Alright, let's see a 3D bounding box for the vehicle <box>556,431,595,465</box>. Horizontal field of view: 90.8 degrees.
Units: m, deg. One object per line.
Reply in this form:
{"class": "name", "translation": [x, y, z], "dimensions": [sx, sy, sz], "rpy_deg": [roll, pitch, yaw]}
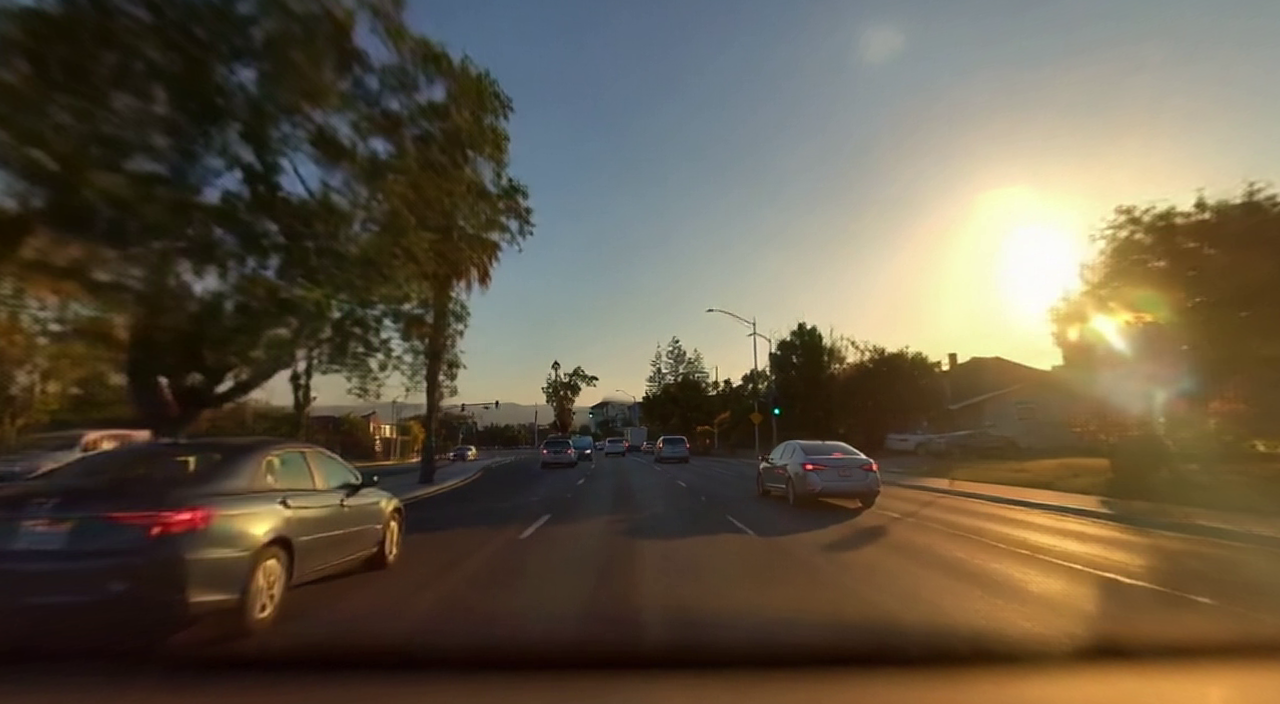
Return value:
{"class": "vehicle", "translation": [-4.107, 6.203, 40.956], "dimensions": [2.354, 1.948, 6.355], "rpy_deg": [1, -8, -5]}

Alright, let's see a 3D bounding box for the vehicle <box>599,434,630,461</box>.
{"class": "vehicle", "translation": [-1.961, 7.199, 47.702], "dimensions": [2.164, 1.867, 4.254], "rpy_deg": [1, -8, -5]}

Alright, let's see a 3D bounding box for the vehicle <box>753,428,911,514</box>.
{"class": "vehicle", "translation": [3.773, 2.406, 13.263], "dimensions": [1.870, 1.491, 4.009], "rpy_deg": [0, -8, -3]}

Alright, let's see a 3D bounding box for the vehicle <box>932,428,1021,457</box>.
{"class": "vehicle", "translation": [19.126, 5.120, 35.932], "dimensions": [4.372, 1.425, 1.833], "rpy_deg": [0, -8, -19]}

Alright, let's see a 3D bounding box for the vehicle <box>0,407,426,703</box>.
{"class": "vehicle", "translation": [-3.473, 1.329, 5.326], "dimensions": [1.924, 1.473, 4.200], "rpy_deg": [0, -8, -1]}

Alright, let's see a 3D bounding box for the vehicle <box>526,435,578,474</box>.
{"class": "vehicle", "translation": [-3.826, 4.504, 27.960], "dimensions": [1.922, 1.577, 4.140], "rpy_deg": [0, -8, -3]}

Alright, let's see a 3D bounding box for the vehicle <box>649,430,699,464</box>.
{"class": "vehicle", "translation": [2.020, 5.962, 39.814], "dimensions": [2.391, 1.960, 5.600], "rpy_deg": [1, -8, -4]}
